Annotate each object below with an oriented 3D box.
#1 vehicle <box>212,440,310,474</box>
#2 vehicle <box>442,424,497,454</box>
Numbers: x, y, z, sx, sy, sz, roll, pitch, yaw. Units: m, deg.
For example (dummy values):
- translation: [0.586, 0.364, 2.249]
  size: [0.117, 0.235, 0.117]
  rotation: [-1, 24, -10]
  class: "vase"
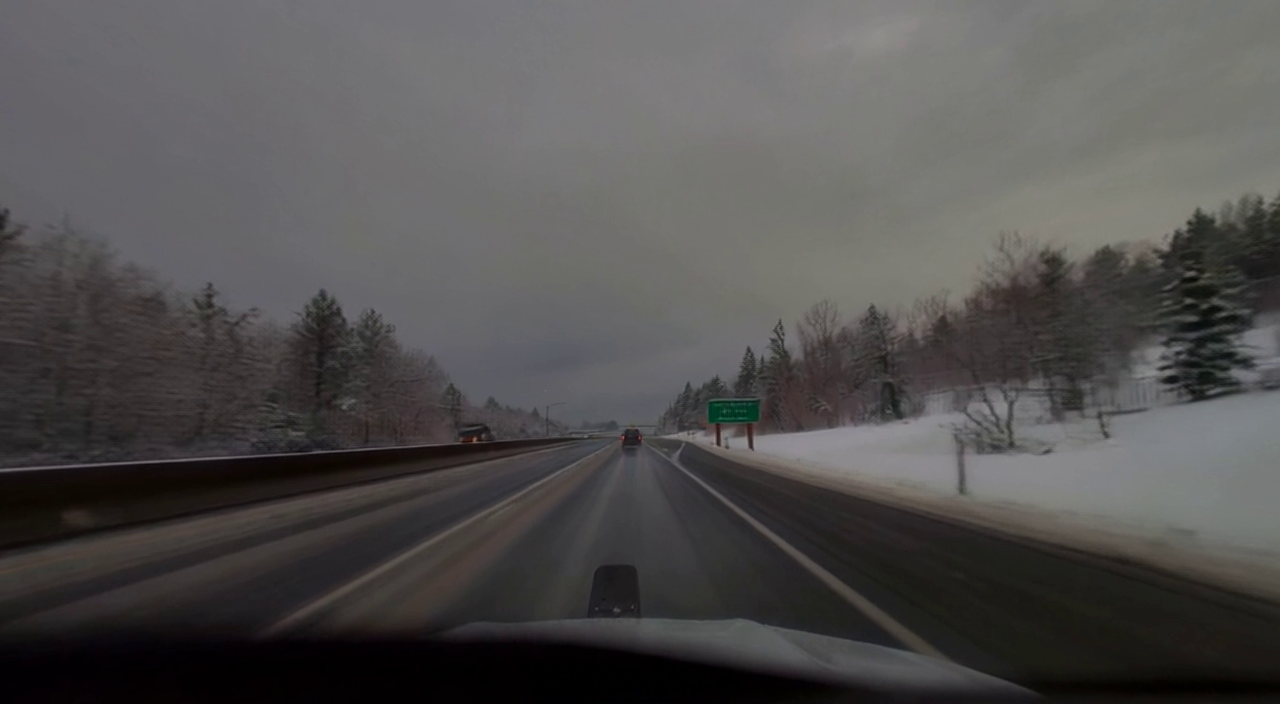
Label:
- translation: [-17.630, 4.876, 29.551]
  size: [2.095, 1.423, 4.064]
  rotation: [0, -8, -1]
  class: "vehicle"
- translation: [-13.337, 6.873, 49.725]
  size: [2.624, 2.225, 6.259]
  rotation: [0, -8, -1]
  class: "vehicle"
